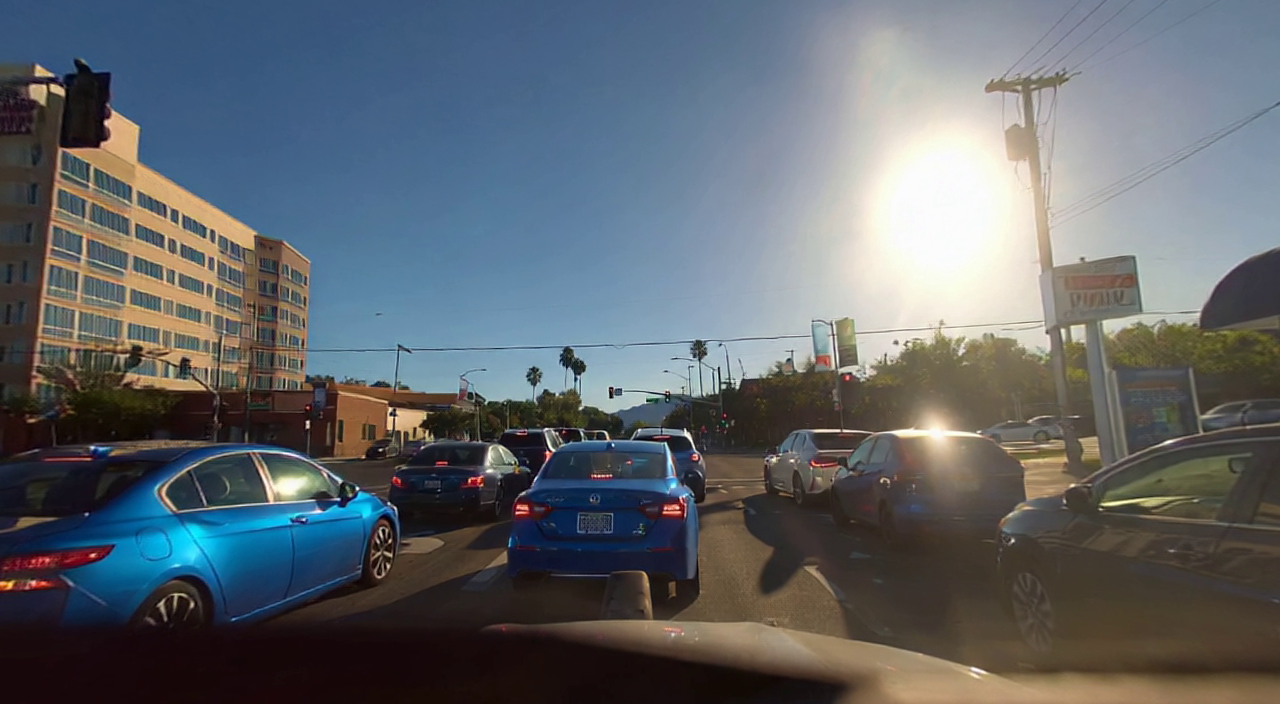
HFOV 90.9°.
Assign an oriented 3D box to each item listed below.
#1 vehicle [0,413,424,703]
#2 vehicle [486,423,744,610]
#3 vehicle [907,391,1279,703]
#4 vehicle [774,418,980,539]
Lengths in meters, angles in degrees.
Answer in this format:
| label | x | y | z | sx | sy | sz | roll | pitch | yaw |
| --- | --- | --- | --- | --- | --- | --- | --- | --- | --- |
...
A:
| label | x | y | z | sx | sy | sz | roll | pitch | yaw |
| --- | --- | --- | --- | --- | --- | --- | --- | --- | --- |
| vehicle | -3.400 | 1.299 | 4.723 | 1.980 | 1.454 | 4.226 | 0 | -8 | 1 |
| vehicle | -0.184 | 1.614 | 7.108 | 2.059 | 1.477 | 3.988 | 0 | -8 | 1 |
| vehicle | 3.421 | 1.069 | 3.515 | 1.981 | 1.499 | 4.536 | -1 | -8 | 2 |
| vehicle | 3.781 | 2.095 | 11.017 | 2.007 | 1.683 | 4.171 | 0 | -8 | 1 |
